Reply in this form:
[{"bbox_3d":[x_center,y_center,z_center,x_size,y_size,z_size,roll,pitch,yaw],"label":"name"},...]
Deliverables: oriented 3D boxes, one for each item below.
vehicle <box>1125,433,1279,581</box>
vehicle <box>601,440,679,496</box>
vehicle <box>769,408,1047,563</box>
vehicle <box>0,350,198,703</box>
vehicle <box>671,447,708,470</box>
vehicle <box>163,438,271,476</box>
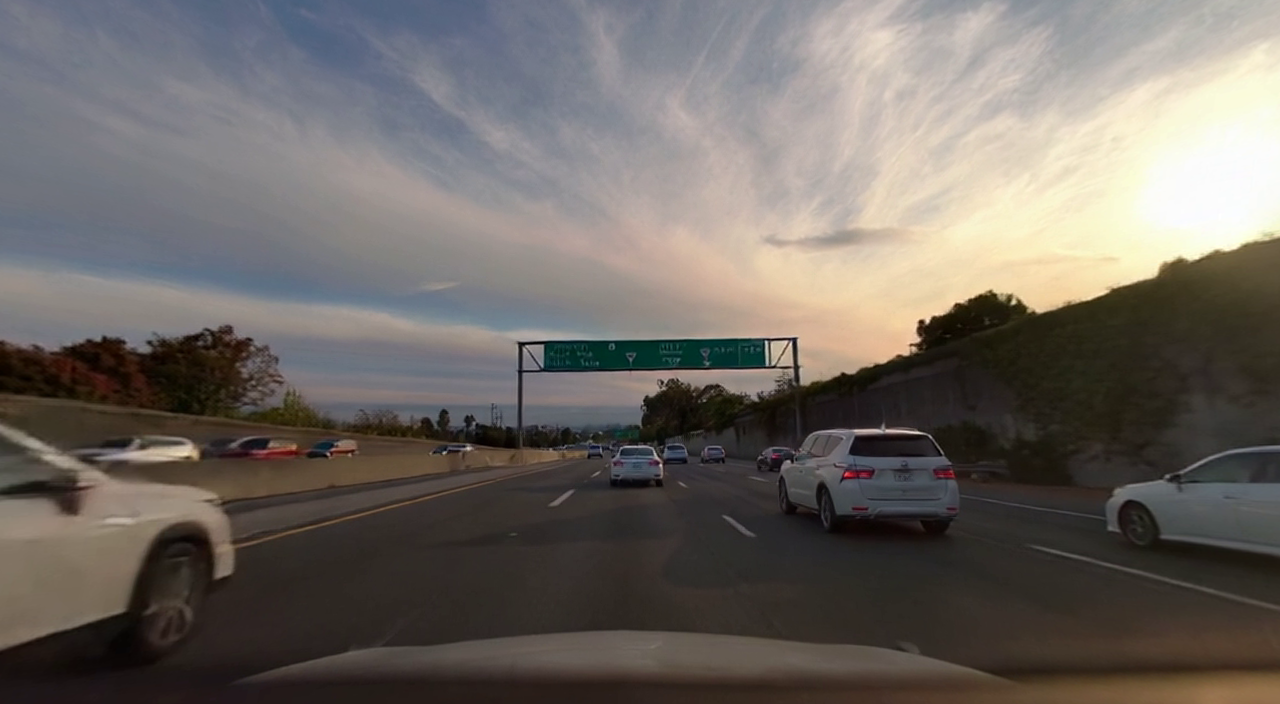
[{"bbox_3d":[7.366,1.511,6.070,1.872,1.469,4.414,0,-9,0],"label":"vehicle"},{"bbox_3d":[-0.051,3.419,18.900,2.098,1.475,3.997,0,-9,-1],"label":"vehicle"},{"bbox_3d":[3.631,1.921,9.816,2.162,1.800,4.693,0,-9,-1],"label":"vehicle"},{"bbox_3d":[-4.222,0.699,1.846,2.218,1.776,5.031,0,-9,0],"label":"vehicle"},{"bbox_3d":[3.303,7.232,43.186,1.998,1.490,4.296,0,-9,-2],"label":"vehicle"},{"bbox_3d":[-21.444,5.354,32.359,2.163,1.774,4.928,0,-9,-1],"label":"vehicle"}]
